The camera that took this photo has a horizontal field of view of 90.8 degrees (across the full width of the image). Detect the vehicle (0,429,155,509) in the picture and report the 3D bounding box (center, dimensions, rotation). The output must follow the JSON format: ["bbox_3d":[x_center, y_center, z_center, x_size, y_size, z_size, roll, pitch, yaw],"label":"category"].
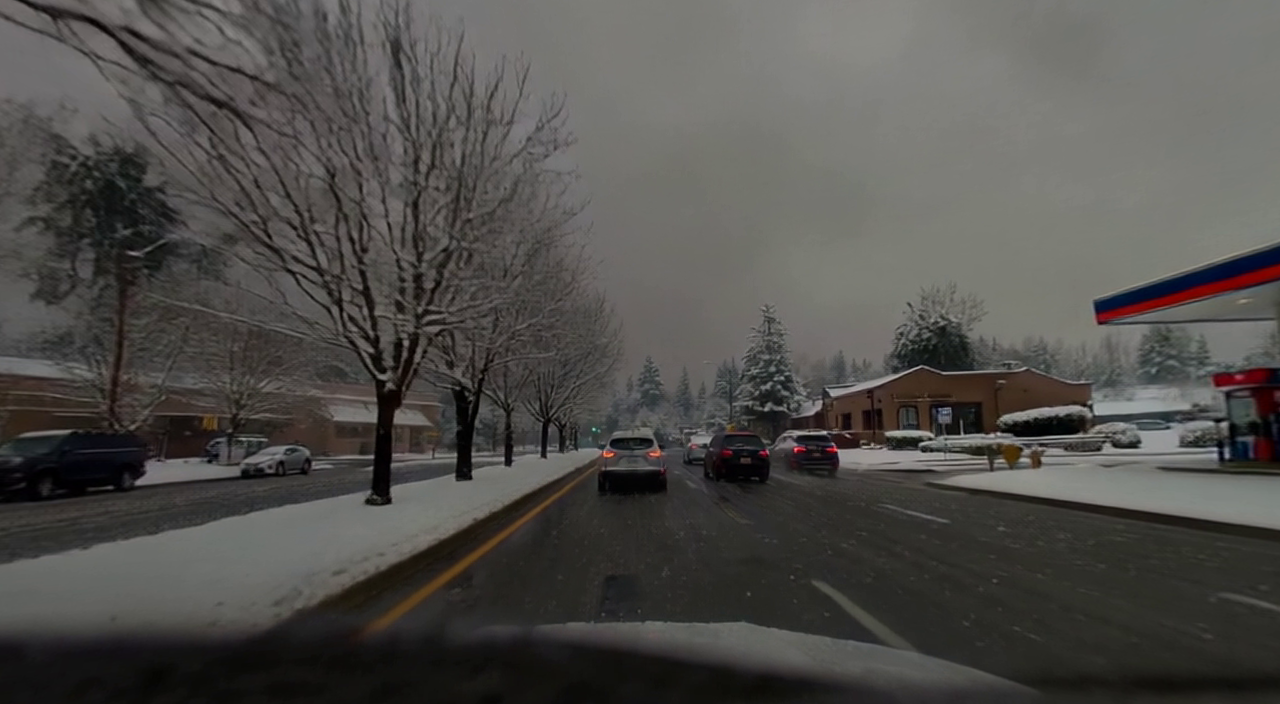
[{"bbox_3d":[-18.988,3.679,20.663,2.222,2.141,5.390,-1,-6,-4],"label":"vehicle"}]

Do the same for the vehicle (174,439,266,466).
[{"bbox_3d":[-28.216,6.754,42.520,4.699,1.775,2.007,0,-8,1],"label":"vehicle"}]

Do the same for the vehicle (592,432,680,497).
[{"bbox_3d":[-0.071,2.897,16.608,2.052,1.488,3.779,0,-8,1],"label":"vehicle"}]

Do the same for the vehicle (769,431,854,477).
[{"bbox_3d":[7.056,4.262,26.582,2.117,1.757,4.969,0,-8,-1],"label":"vehicle"}]

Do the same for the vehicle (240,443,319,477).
[{"bbox_3d":[-19.362,5.812,34.146,1.903,1.706,3.994,0,-8,0],"label":"vehicle"}]

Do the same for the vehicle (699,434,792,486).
[{"bbox_3d":[3.272,3.473,20.613,2.124,1.476,4.730,0,-8,-1],"label":"vehicle"}]
